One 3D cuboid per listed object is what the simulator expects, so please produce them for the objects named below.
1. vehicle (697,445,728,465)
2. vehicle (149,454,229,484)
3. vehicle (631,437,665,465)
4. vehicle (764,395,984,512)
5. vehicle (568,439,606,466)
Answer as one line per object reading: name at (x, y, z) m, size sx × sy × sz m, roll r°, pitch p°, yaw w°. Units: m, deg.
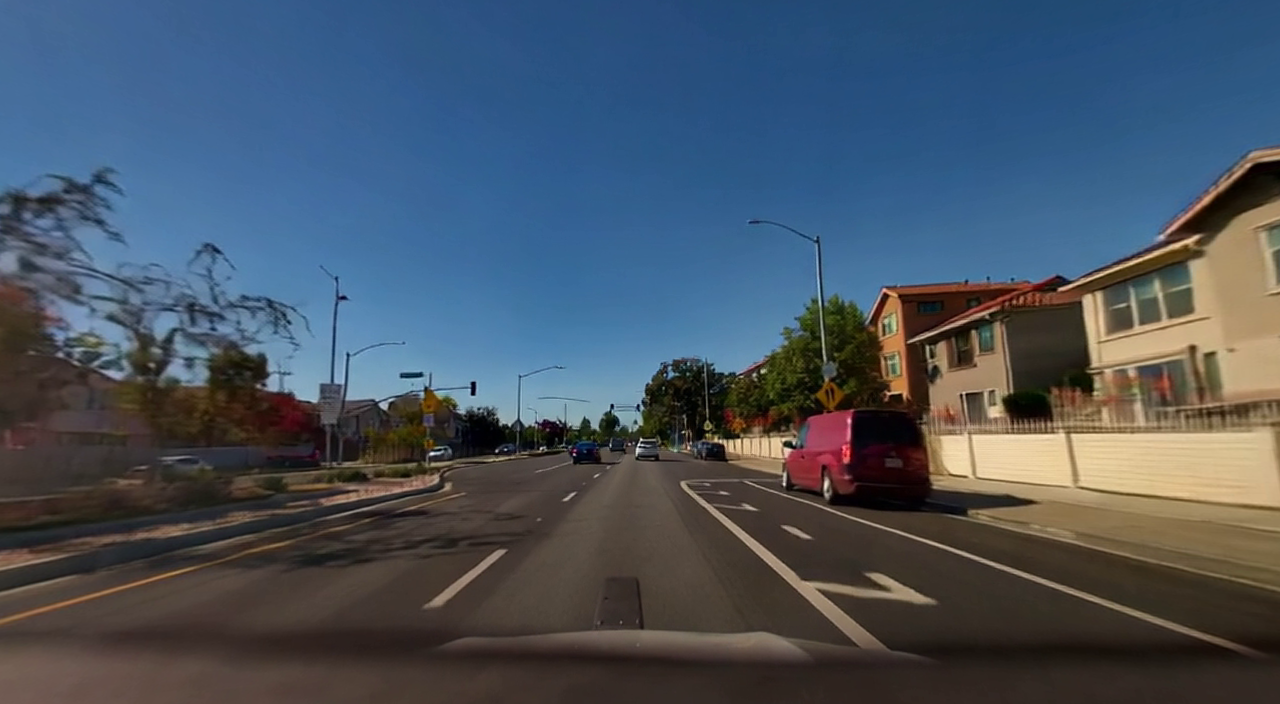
vehicle at (5.633, 8.073, 49.747) m, size 1.836 × 1.442 × 4.247 m, roll 0°, pitch -8°, yaw -1°
vehicle at (-25.925, 6.711, 36.480) m, size 1.796 × 1.511 × 3.879 m, roll 0°, pitch -8°, yaw -1°
vehicle at (0.498, 7.072, 45.166) m, size 2.273 × 1.851 × 5.075 m, roll 0°, pitch -8°, yaw -1°
vehicle at (5.477, 2.620, 16.701) m, size 2.763 × 2.329 × 7.864 m, roll 0°, pitch -8°, yaw 0°
vehicle at (-3.703, 7.102, 44.852) m, size 2.233 × 1.775 × 4.491 m, roll 0°, pitch -8°, yaw 0°
